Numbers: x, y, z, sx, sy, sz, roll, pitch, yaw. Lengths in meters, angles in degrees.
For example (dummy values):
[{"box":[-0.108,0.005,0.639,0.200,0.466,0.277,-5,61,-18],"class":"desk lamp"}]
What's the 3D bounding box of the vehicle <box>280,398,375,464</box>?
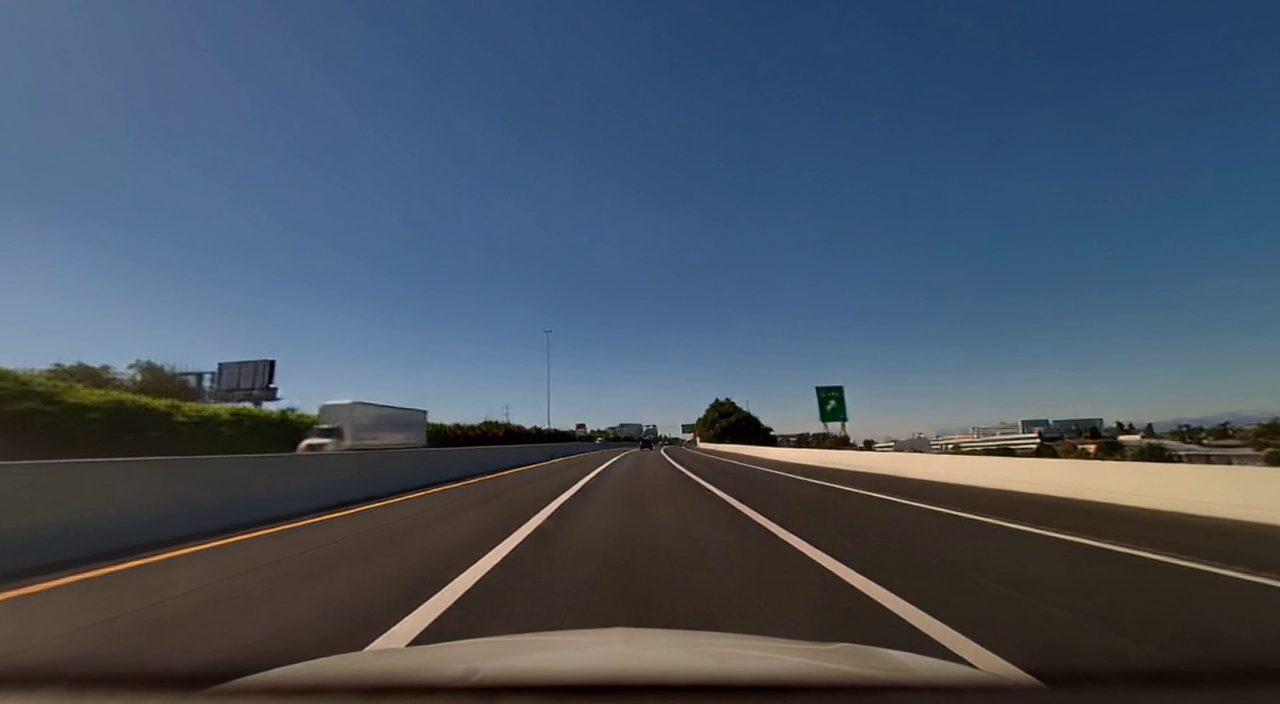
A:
[{"box":[-20.341,5.212,41.408,3.001,3.958,5.946,0,-8,0],"class":"vehicle"}]
